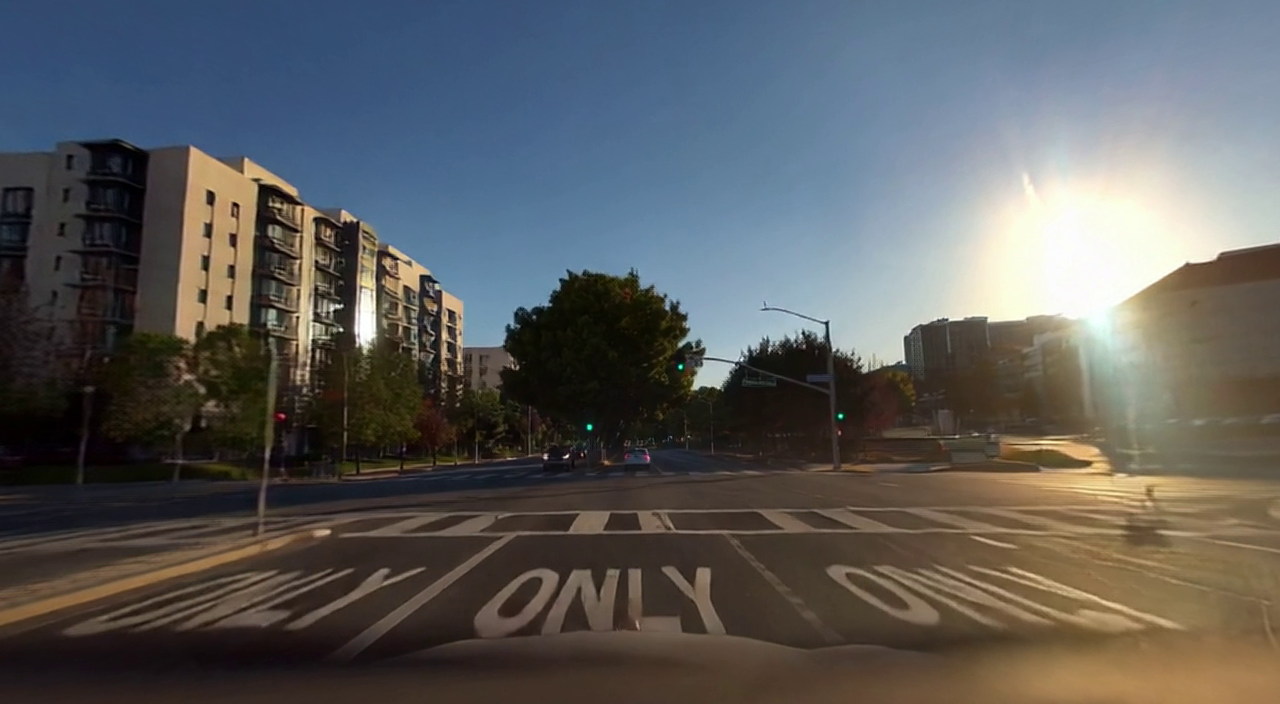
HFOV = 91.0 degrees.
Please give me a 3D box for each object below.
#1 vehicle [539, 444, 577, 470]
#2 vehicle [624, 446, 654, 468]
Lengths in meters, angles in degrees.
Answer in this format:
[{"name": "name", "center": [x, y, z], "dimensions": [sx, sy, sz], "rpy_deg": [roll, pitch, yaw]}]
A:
[{"name": "vehicle", "center": [-5.541, 7.159, 43.105], "dimensions": [2.016, 1.631, 4.148], "rpy_deg": [0, -9, 0]}, {"name": "vehicle", "center": [-0.113, 7.465, 45.077], "dimensions": [2.064, 1.477, 3.968], "rpy_deg": [0, -9, -1]}]
